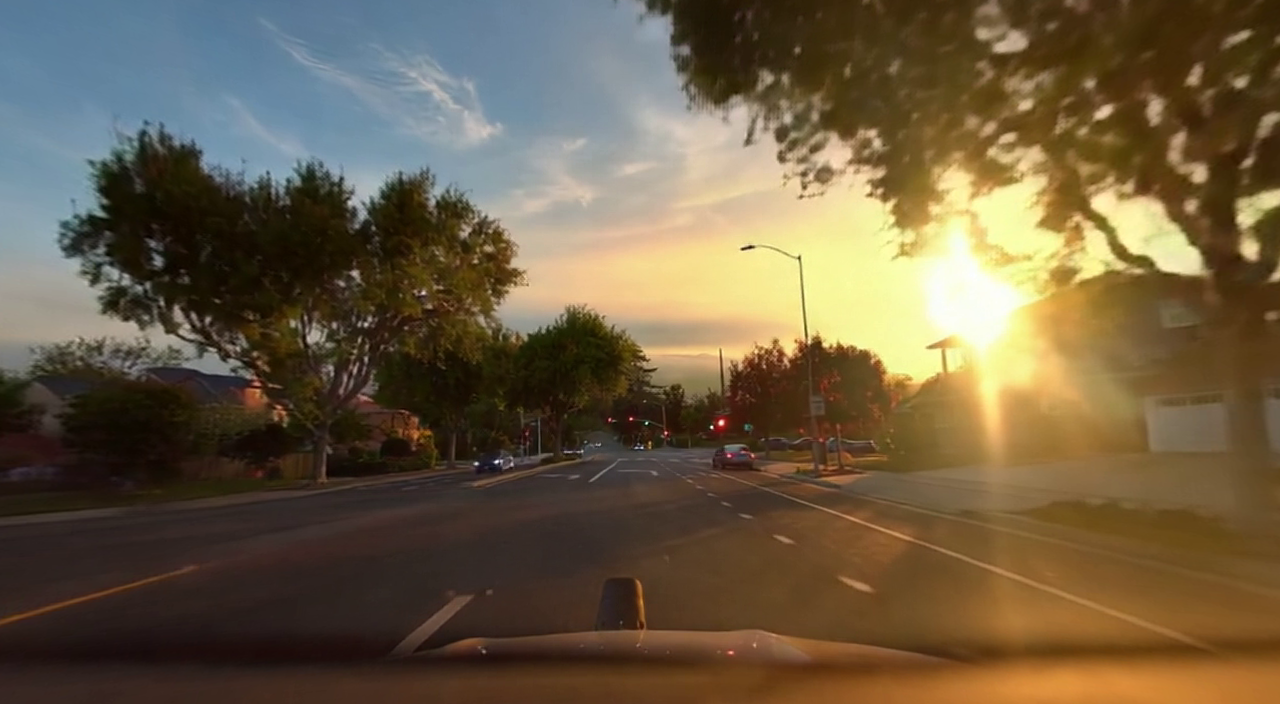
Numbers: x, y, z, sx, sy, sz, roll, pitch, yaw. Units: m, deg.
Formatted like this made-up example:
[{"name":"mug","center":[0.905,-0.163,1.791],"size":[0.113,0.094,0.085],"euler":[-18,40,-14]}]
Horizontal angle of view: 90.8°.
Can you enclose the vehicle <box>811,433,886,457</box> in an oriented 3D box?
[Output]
[{"name":"vehicle","center":[13.233,5.920,40.260],"size":[4.164,1.470,1.921],"euler":[0,-7,2]}]

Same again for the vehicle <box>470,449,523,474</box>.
[{"name":"vehicle","center":[-9.024,6.924,40.169],"size":[2.067,1.491,4.807],"euler":[-1,-9,3]}]

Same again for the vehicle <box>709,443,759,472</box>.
[{"name":"vehicle","center":[5.037,5.721,34.417],"size":[1.917,1.440,4.335],"euler":[0,-9,-2]}]
